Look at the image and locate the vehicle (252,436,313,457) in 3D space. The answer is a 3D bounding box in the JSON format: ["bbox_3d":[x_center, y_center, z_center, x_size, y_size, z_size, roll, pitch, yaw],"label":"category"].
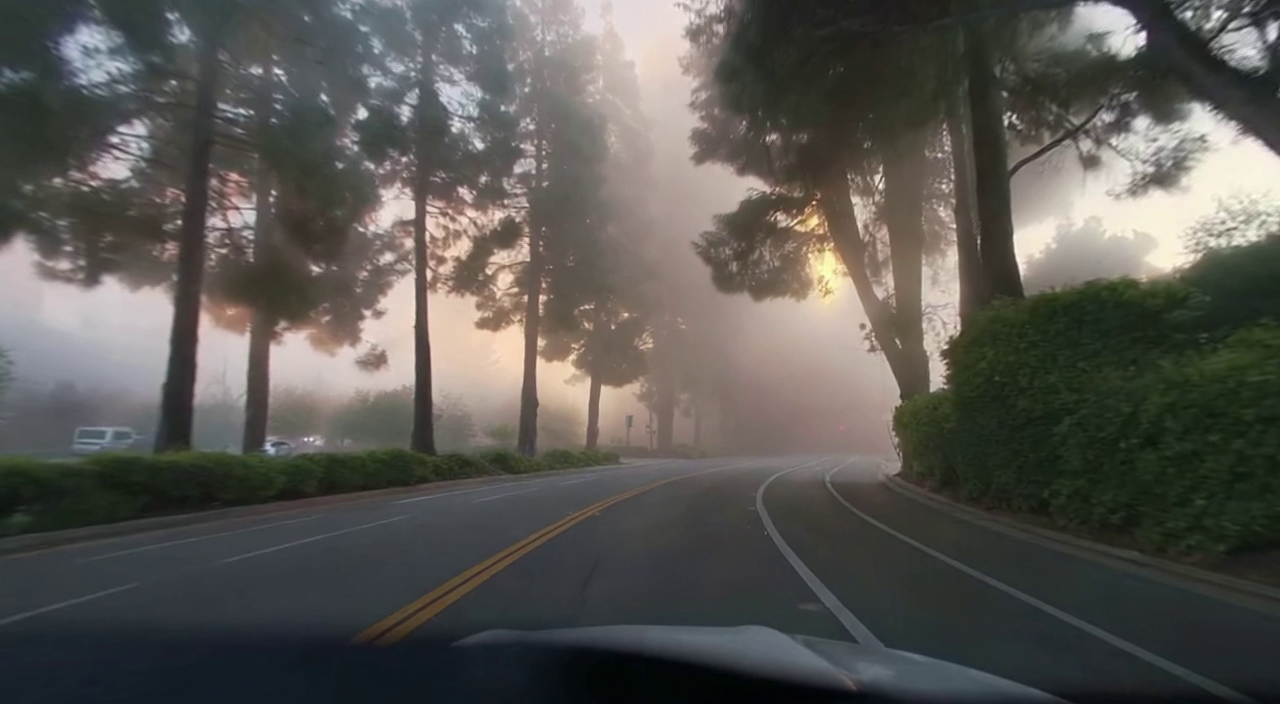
[{"bbox_3d":[-25.879,6.902,45.734,1.680,1.413,3.616,-4,-10,16],"label":"vehicle"}]
